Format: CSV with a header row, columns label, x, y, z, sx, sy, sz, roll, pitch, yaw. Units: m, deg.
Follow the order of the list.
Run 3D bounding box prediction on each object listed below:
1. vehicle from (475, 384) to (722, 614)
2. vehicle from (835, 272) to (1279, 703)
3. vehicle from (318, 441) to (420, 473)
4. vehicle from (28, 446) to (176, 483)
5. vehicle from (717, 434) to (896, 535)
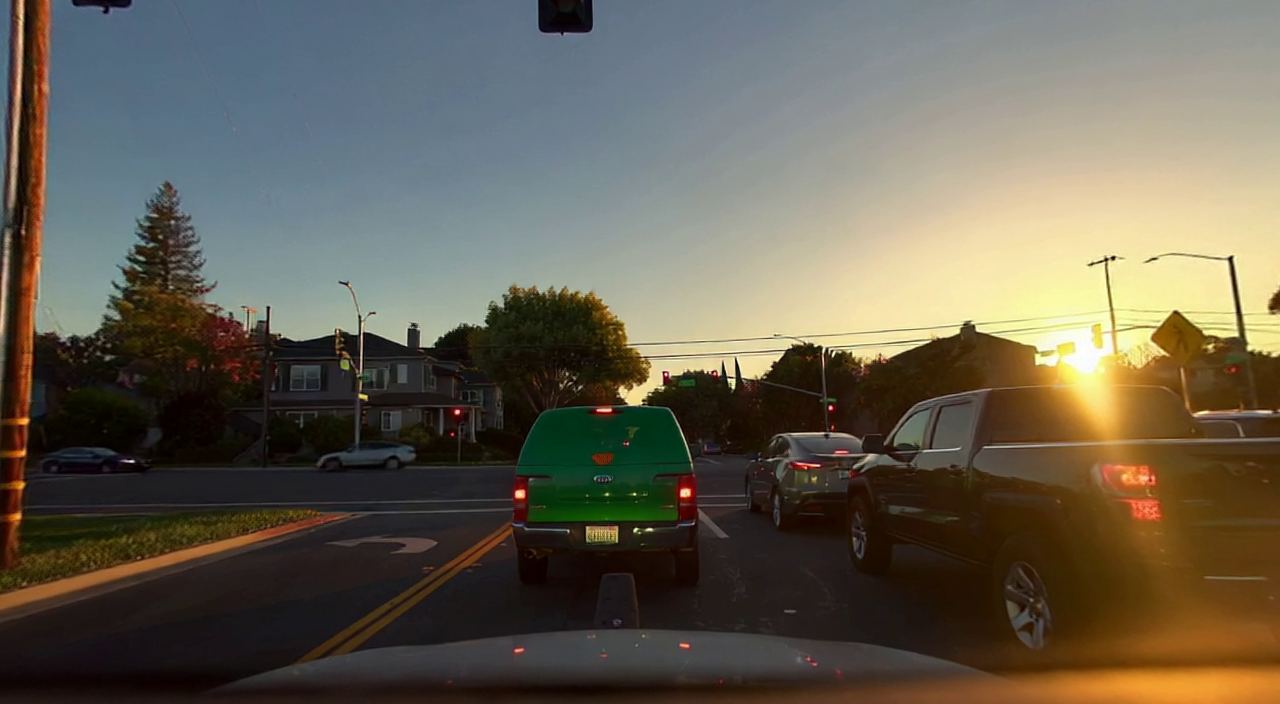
label,x,y,z,sx,sy,sz,roll,pitch,yaw
vehicle,-0.279,1.392,6.701,1.915,1.780,3.379,0,-8,2
vehicle,2.976,0.943,3.847,1.886,1.849,5.070,0,-8,-1
vehicle,-13.631,5.313,32.023,4.404,1.534,1.704,1,-8,-9
vehicle,-22.891,4.789,27.053,4.533,1.350,1.714,0,-7,-9
vehicle,2.720,2.266,11.532,1.952,1.465,4.421,0,-8,-2
